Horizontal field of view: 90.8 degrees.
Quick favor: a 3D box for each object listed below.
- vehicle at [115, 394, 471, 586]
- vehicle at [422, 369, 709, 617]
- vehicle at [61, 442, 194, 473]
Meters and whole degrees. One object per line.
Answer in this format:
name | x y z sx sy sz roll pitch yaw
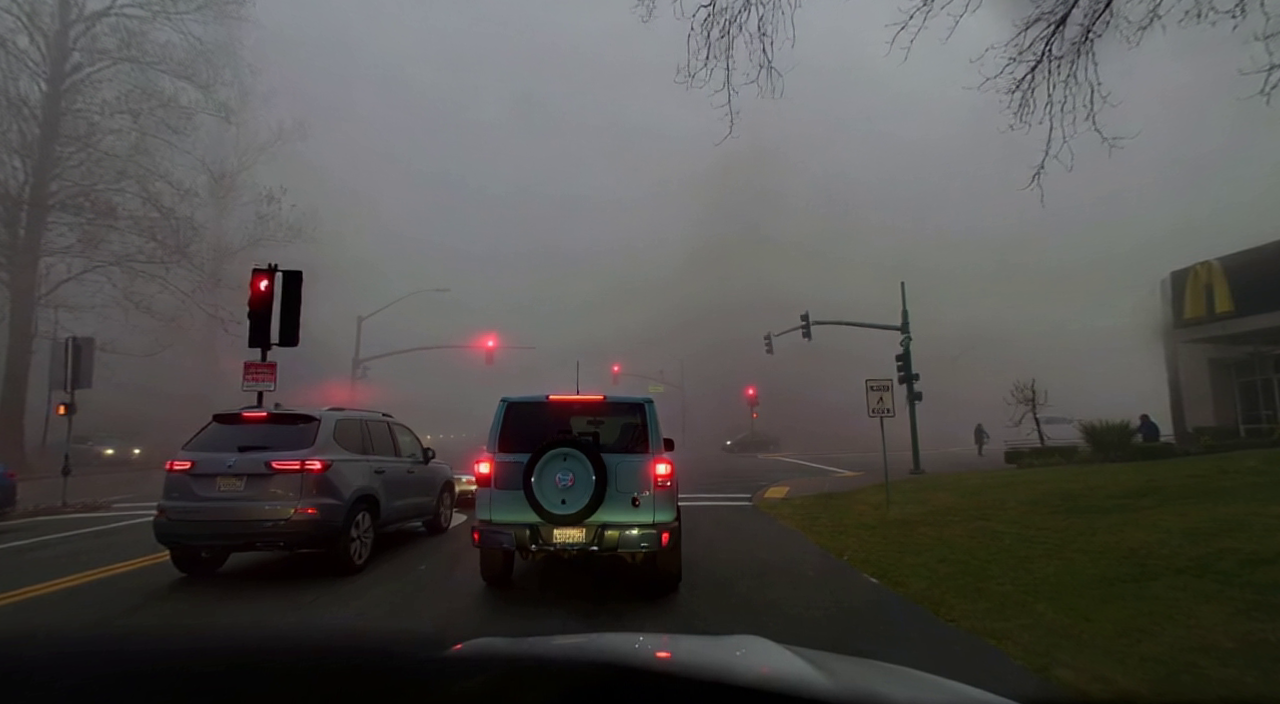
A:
vehicle | -3.915 1.649 8.336 2.130 1.819 4.497 0 -8 0
vehicle | -0.631 1.439 7.341 2.224 1.923 4.643 0 -8 -1
vehicle | -25.258 5.190 31.360 4.713 1.445 1.887 4 -9 -24
